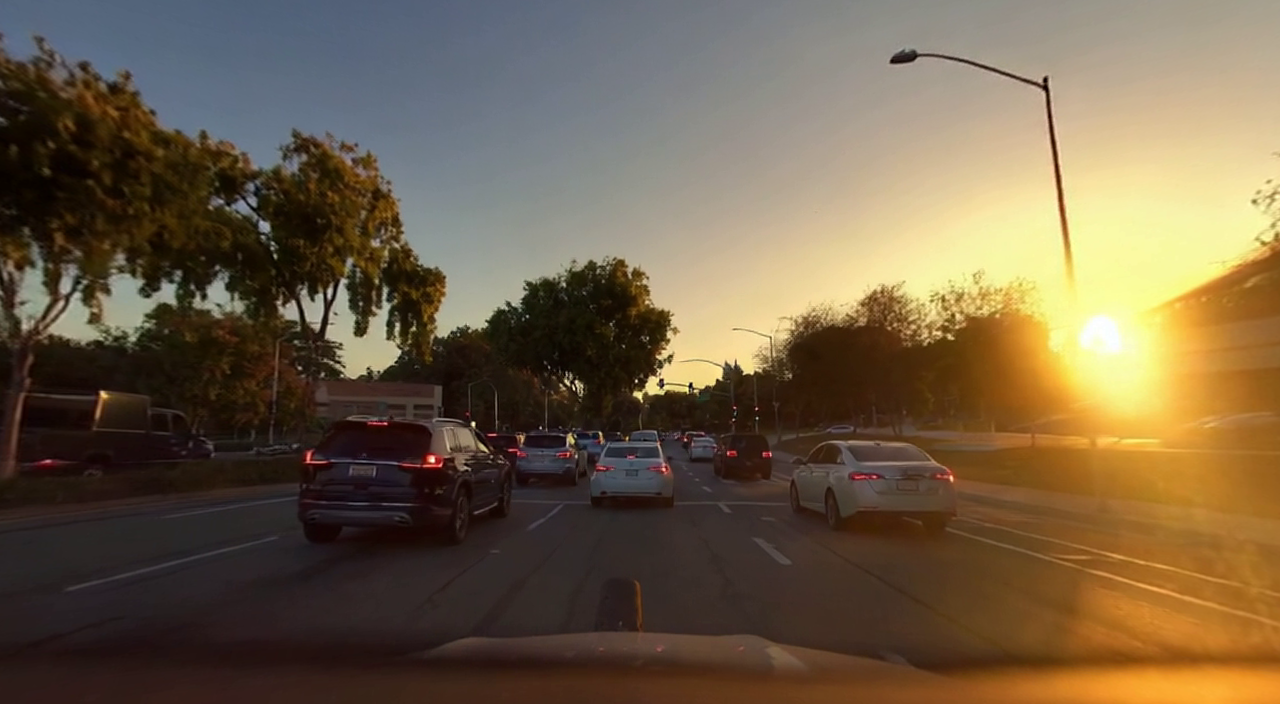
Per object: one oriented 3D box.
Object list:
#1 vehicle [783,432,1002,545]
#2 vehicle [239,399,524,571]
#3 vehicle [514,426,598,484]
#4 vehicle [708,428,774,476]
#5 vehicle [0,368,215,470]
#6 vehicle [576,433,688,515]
[{"bbox_3d":[3.814,2.114,10.471,1.884,1.463,4.195,0,-8,0],"label":"vehicle"},{"bbox_3d":[-3.145,1.756,9.209,2.111,1.745,5.274,0,-8,-2],"label":"vehicle"},{"bbox_3d":[-2.839,3.632,22.536,2.218,1.829,4.492,0,-8,2],"label":"vehicle"},{"bbox_3d":[4.218,4.259,27.064,2.099,1.845,4.363,0,-8,0],"label":"vehicle"},{"bbox_3d":[-27.754,3.472,30.854,3.181,4.189,14.107,-1,-9,5],"label":"vehicle"},{"bbox_3d":[-0.132,2.560,13.748,2.030,1.477,4.330,0,-8,0],"label":"vehicle"}]
